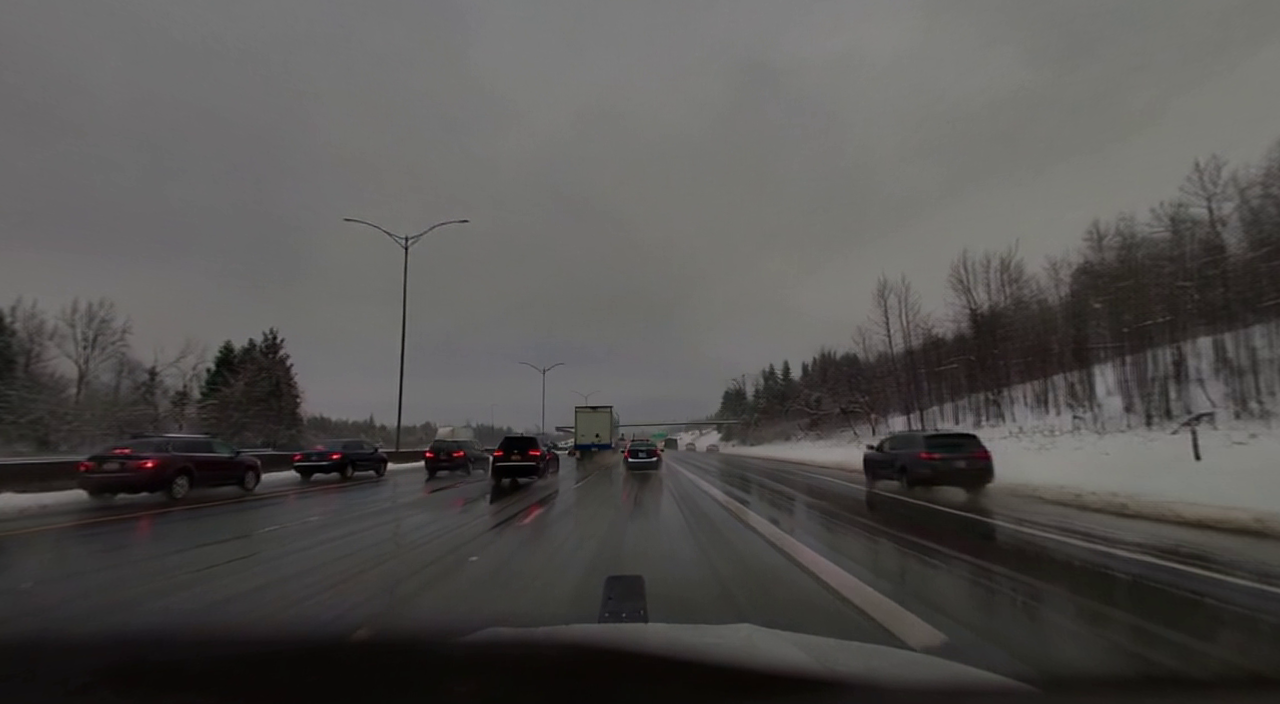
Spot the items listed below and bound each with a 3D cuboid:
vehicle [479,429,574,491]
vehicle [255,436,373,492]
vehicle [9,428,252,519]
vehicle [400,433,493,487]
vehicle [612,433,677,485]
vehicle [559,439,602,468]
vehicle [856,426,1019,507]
[{"bbox_3d":[-3.582,3.515,20.815,2.125,1.792,4.466,0,-8,2],"label":"vehicle"},{"bbox_3d":[-10.939,3.760,21.521,1.863,1.696,3.885,0,-8,1],"label":"vehicle"},{"bbox_3d":[-11.192,2.668,14.389,1.871,1.747,4.342,0,-8,0],"label":"vehicle"},{"bbox_3d":[-6.922,3.915,23.119,1.998,1.770,4.222,0,-8,1],"label":"vehicle"},{"bbox_3d":[0.159,3.870,23.153,2.180,1.716,3.920,0,-8,1],"label":"vehicle"},{"bbox_3d":[-3.656,6.335,39.524,2.243,1.683,4.178,0,-8,1],"label":"vehicle"},{"bbox_3d":[7.153,2.795,15.817,2.026,1.718,4.522,0,-8,3],"label":"vehicle"}]
